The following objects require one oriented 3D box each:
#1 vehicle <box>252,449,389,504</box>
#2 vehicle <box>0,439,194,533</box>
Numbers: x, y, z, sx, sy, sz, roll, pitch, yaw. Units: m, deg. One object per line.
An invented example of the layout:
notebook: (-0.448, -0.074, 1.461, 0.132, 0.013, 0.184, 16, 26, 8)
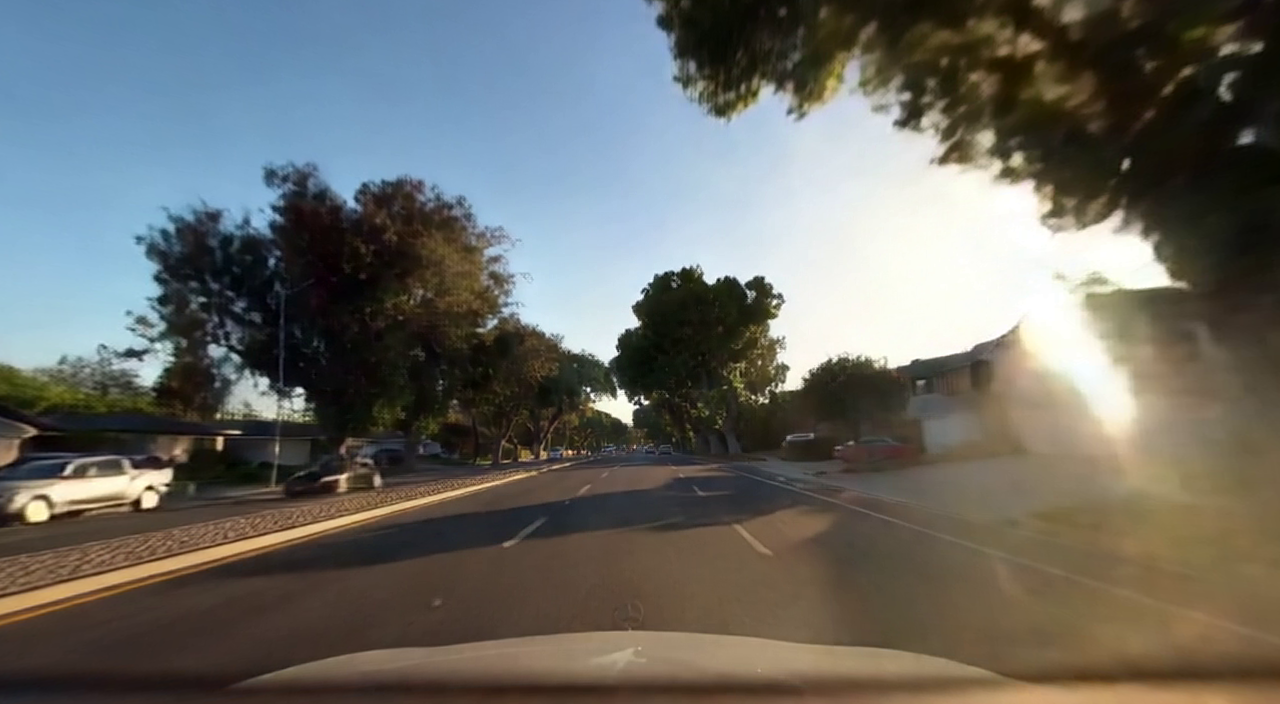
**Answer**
vehicle: (-9.772, 3.794, 19.765, 1.937, 1.481, 4.467, 0, -9, 1)
vehicle: (-14.395, 3.256, 15.987, 2.071, 1.899, 5.640, -4, -8, 0)
